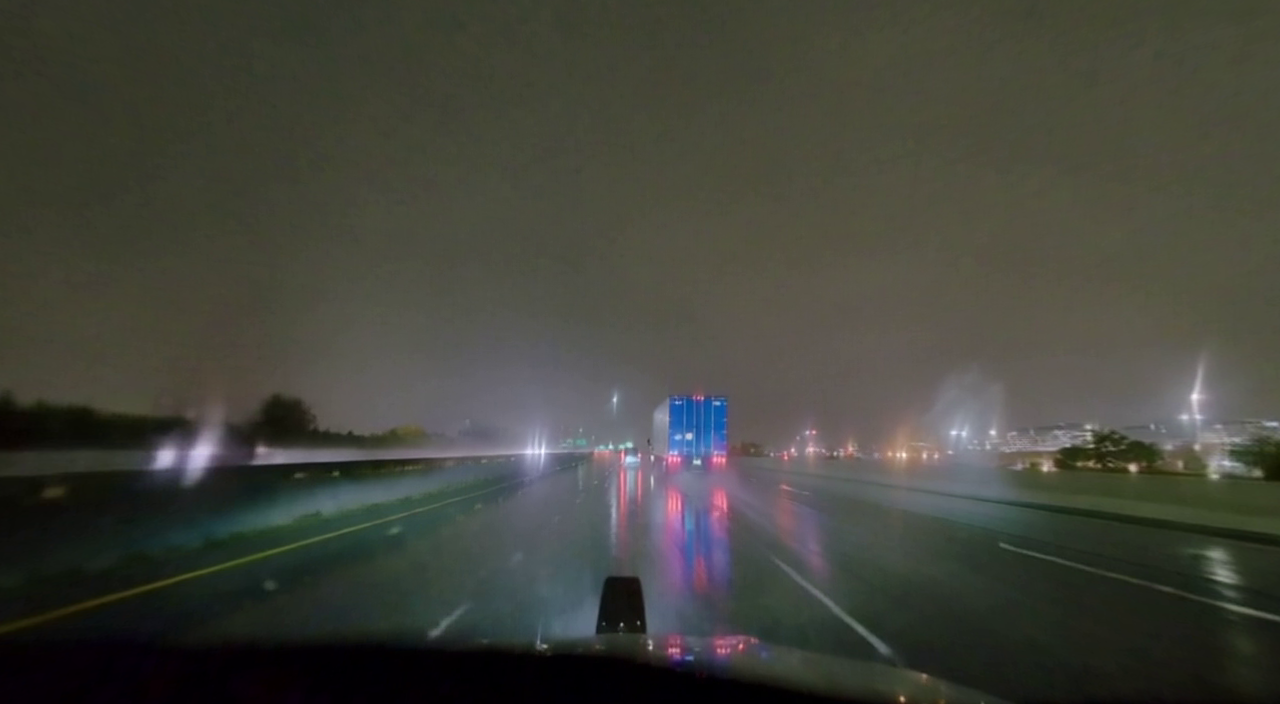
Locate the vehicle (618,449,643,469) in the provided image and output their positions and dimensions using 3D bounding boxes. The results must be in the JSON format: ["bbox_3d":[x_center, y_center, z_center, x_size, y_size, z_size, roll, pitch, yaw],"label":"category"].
[{"bbox_3d":[-0.724,8.194,48.500,1.898,1.438,4.053,0,-9,-1],"label":"vehicle"}]

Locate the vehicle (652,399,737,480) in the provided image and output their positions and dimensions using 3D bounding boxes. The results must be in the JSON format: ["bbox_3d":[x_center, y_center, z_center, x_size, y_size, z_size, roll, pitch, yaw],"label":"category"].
[{"bbox_3d":[2.966,5.775,40.836,3.462,4.177,16.311,0,-9,-2],"label":"vehicle"}]

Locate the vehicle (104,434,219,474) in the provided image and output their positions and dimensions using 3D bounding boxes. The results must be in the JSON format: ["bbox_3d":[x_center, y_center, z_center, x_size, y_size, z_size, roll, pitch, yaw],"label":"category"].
[{"bbox_3d":[-19.156,4.111,25.484,1.738,1.468,3.650,0,-9,0],"label":"vehicle"}]
